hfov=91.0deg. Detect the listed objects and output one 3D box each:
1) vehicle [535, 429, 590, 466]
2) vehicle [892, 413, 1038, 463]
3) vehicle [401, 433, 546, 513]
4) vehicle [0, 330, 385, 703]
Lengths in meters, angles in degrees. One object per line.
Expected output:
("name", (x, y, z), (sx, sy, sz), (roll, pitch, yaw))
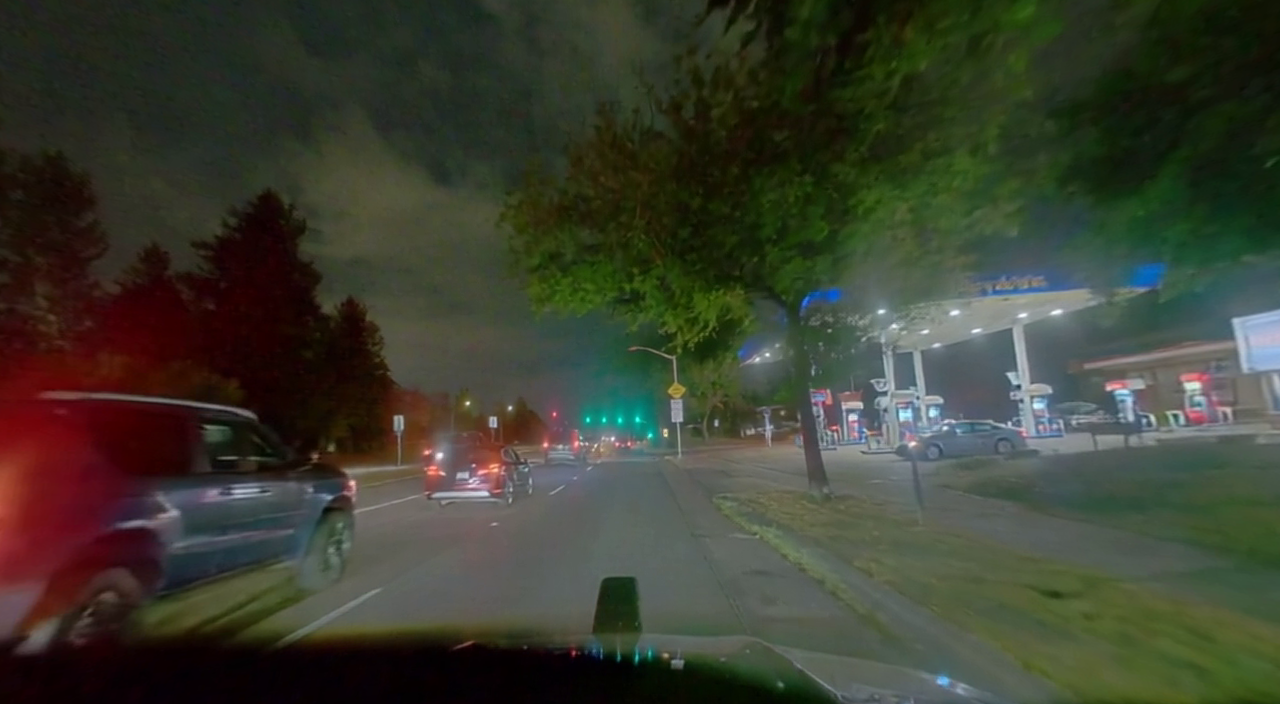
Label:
("vehicle", (-4.002, 5.038, 33.347), (2.306, 1.815, 4.476), (0, -8, 1))
("vehicle", (12.174, 3.244, 23.827), (4.385, 1.439, 1.912), (-5, -7, 4))
("vehicle", (-3.434, 2.556, 13.898), (1.888, 1.452, 4.303), (-1, -8, 2))
("vehicle", (-4.027, 1.100, 4.732), (2.071, 1.896, 4.782), (-1, -8, 2))
